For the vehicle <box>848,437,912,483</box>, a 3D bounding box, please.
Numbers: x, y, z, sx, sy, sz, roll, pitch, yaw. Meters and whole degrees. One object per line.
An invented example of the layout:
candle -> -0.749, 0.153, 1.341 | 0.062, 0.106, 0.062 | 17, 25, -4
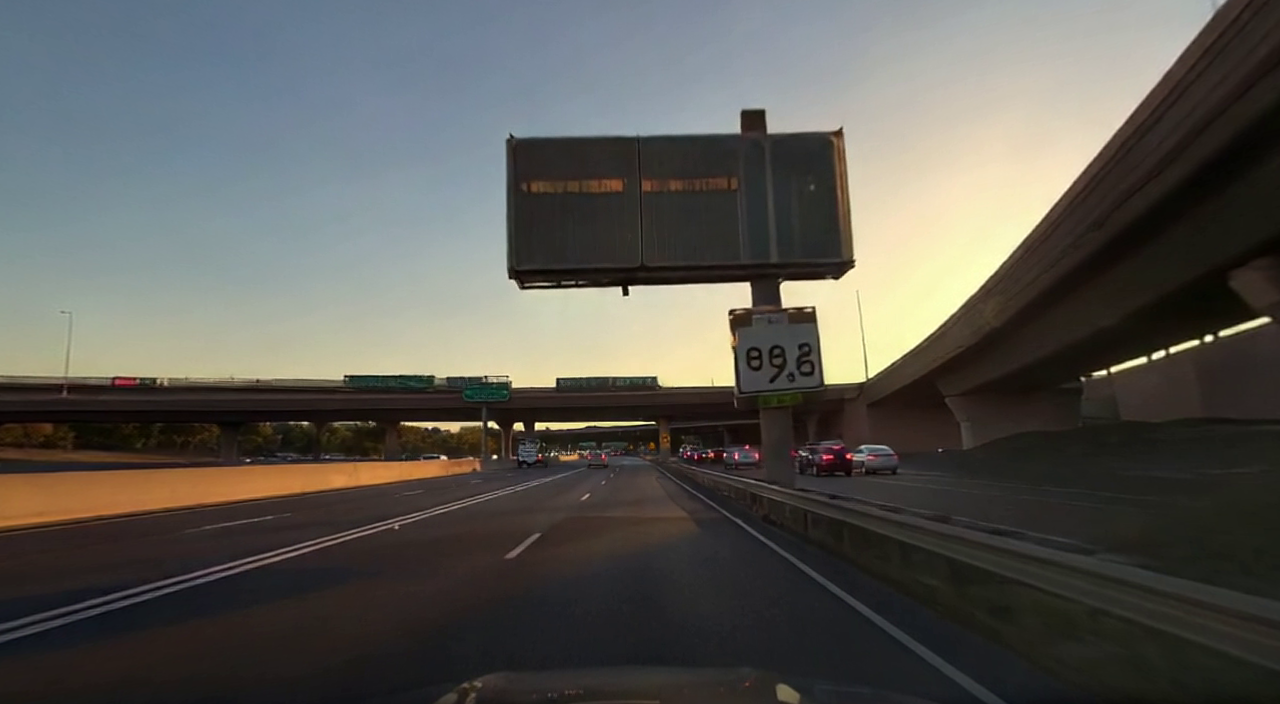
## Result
vehicle -> 18.600, 8.391, 49.184 | 2.594, 3.362, 5.549 | 1, -9, -1
